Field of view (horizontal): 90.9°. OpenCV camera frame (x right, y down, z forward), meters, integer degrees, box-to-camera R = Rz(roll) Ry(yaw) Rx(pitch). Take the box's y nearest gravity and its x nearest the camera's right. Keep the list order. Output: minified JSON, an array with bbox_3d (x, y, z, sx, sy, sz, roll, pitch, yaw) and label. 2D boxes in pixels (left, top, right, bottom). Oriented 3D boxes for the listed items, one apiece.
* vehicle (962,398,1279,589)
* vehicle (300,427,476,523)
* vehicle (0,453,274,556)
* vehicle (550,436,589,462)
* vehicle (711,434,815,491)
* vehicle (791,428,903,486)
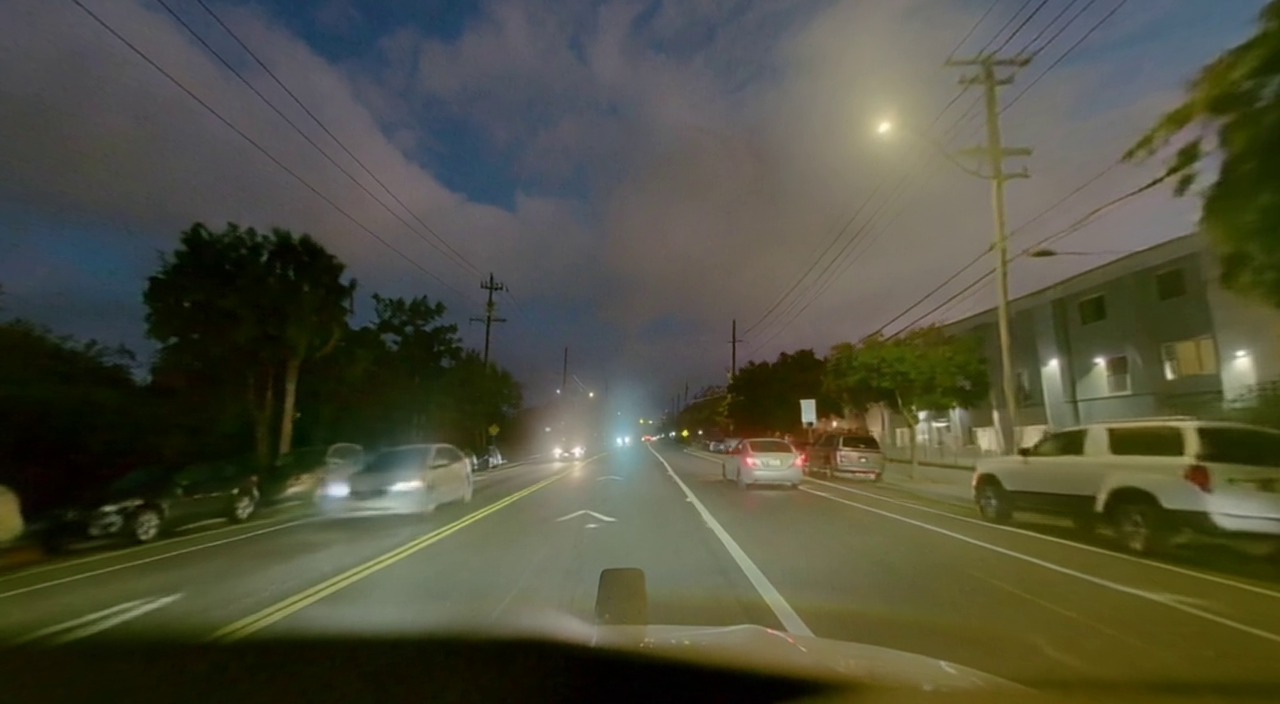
[{"bbox_3d":[7.673,1.918,9.754,2.380,2.030,5.861,-1,-8,1],"label":"vehicle"},{"bbox_3d":[-5.212,2.558,13.796,2.050,1.729,4.269,-1,-8,0],"label":"vehicle"},{"bbox_3d":[-9.422,2.781,12.204,1.949,1.502,4.264,-1,-8,3],"label":"vehicle"},{"bbox_3d":[-4.614,6.386,41.827,2.010,1.588,4.186,-1,-8,1],"label":"vehicle"},{"bbox_3d":[3.520,3.247,19.006,2.059,1.489,4.629,0,-8,-2],"label":"vehicle"},{"bbox_3d":[7.714,3.957,24.365,2.250,1.935,6.052,0,-8,0],"label":"vehicle"}]
